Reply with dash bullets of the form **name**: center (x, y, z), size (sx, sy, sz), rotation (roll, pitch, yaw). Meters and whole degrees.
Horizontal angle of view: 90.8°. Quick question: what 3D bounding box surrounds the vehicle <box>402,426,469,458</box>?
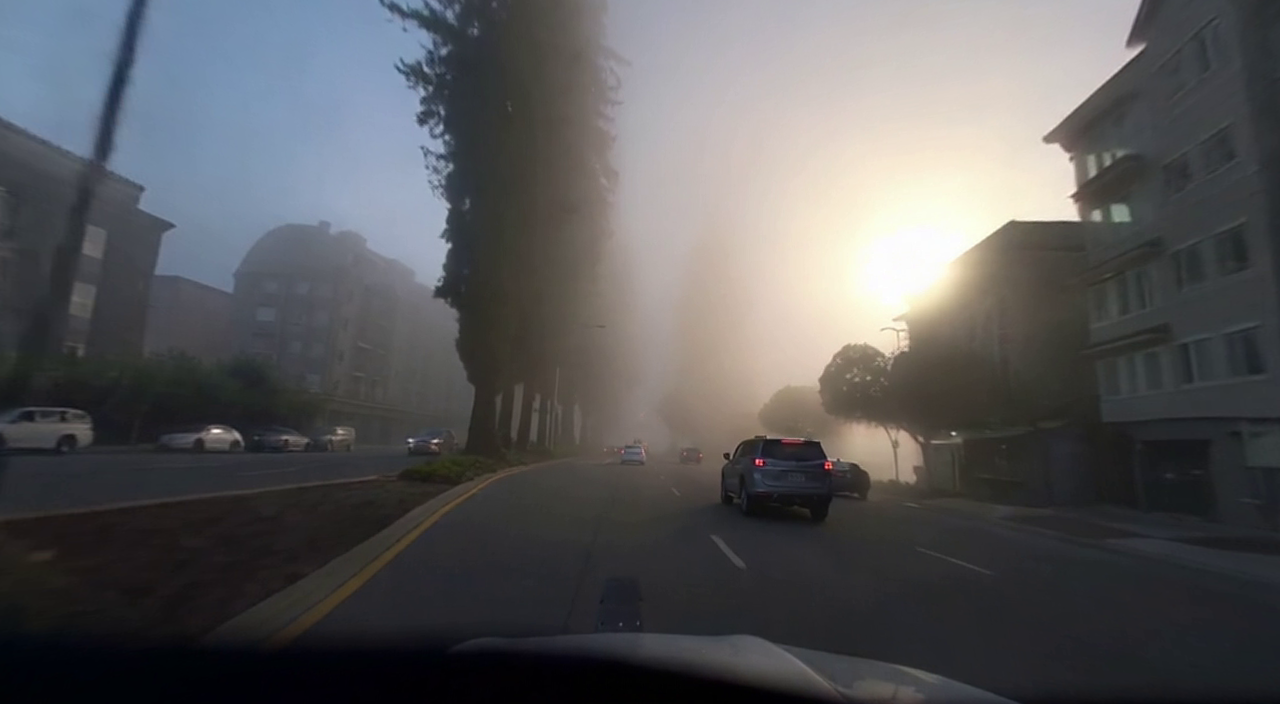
- **vehicle**: center (-11.113, 4.963, 34.707), size (2.105, 1.645, 4.590), rotation (1, -8, 0)

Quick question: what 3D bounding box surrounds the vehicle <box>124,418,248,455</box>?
- **vehicle**: center (-19.220, 3.642, 27.071), size (1.913, 1.417, 4.592), rotation (1, -8, 0)

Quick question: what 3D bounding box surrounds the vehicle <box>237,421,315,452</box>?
- **vehicle**: center (-19.371, 4.559, 33.855), size (1.780, 1.546, 4.060), rotation (1, -8, -1)

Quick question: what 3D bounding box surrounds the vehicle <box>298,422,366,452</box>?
- **vehicle**: center (-19.344, 5.380, 39.963), size (1.958, 1.756, 4.530), rotation (1, -8, 0)

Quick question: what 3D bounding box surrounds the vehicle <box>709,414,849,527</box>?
- **vehicle**: center (2.895, 2.556, 14.157), size (2.035, 1.940, 4.299), rotation (5, -8, 0)

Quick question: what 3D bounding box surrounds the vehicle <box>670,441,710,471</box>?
- **vehicle**: center (2.951, 6.231, 38.030), size (1.922, 1.708, 4.126), rotation (1, -8, -1)

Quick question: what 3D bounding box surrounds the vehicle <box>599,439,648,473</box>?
- **vehicle**: center (-0.715, 4.823, 29.525), size (2.119, 1.460, 3.847), rotation (1, -8, 0)
